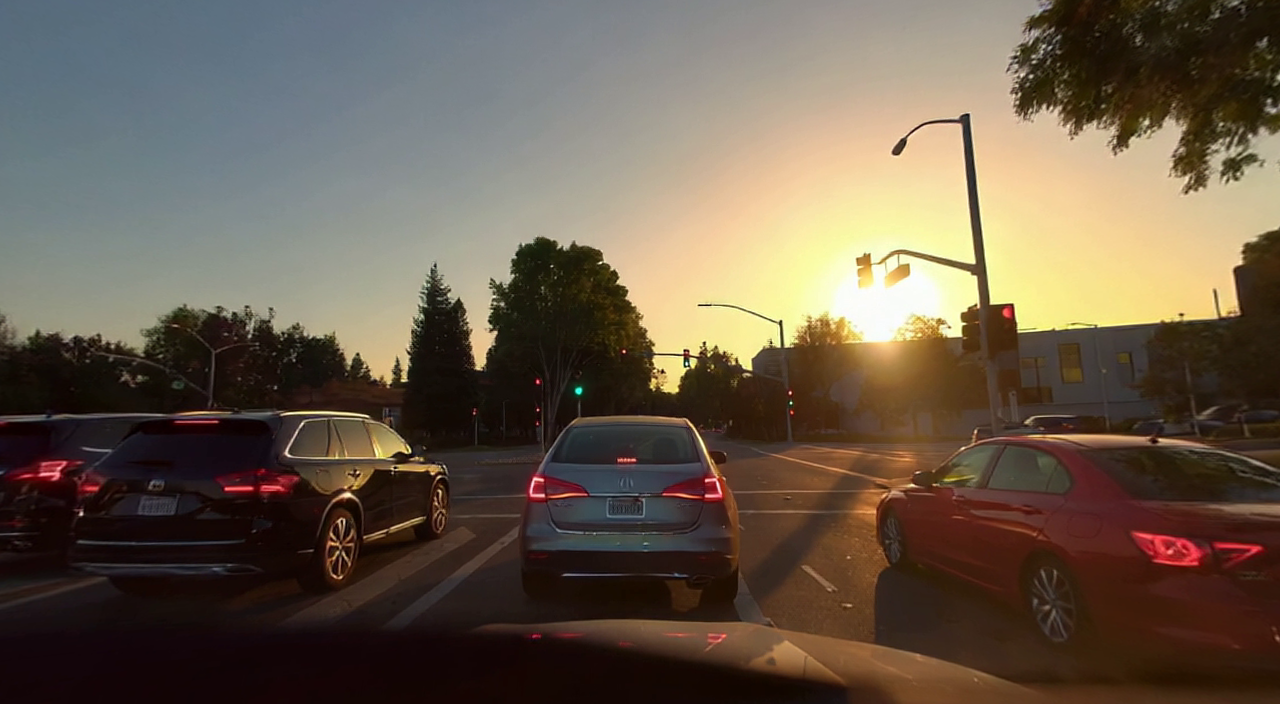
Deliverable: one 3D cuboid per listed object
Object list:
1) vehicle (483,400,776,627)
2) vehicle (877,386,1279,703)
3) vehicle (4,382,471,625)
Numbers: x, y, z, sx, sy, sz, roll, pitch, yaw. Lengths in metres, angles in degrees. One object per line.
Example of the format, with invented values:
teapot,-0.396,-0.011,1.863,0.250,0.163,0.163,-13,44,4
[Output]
vehicle,-0.052,1.402,6.305,2.047,1.579,3.642,0,-8,1
vehicle,3.591,1.200,4.609,2.010,1.486,4.498,0,-8,1
vehicle,-3.563,1.423,6.845,2.014,1.755,4.360,0,-8,3
